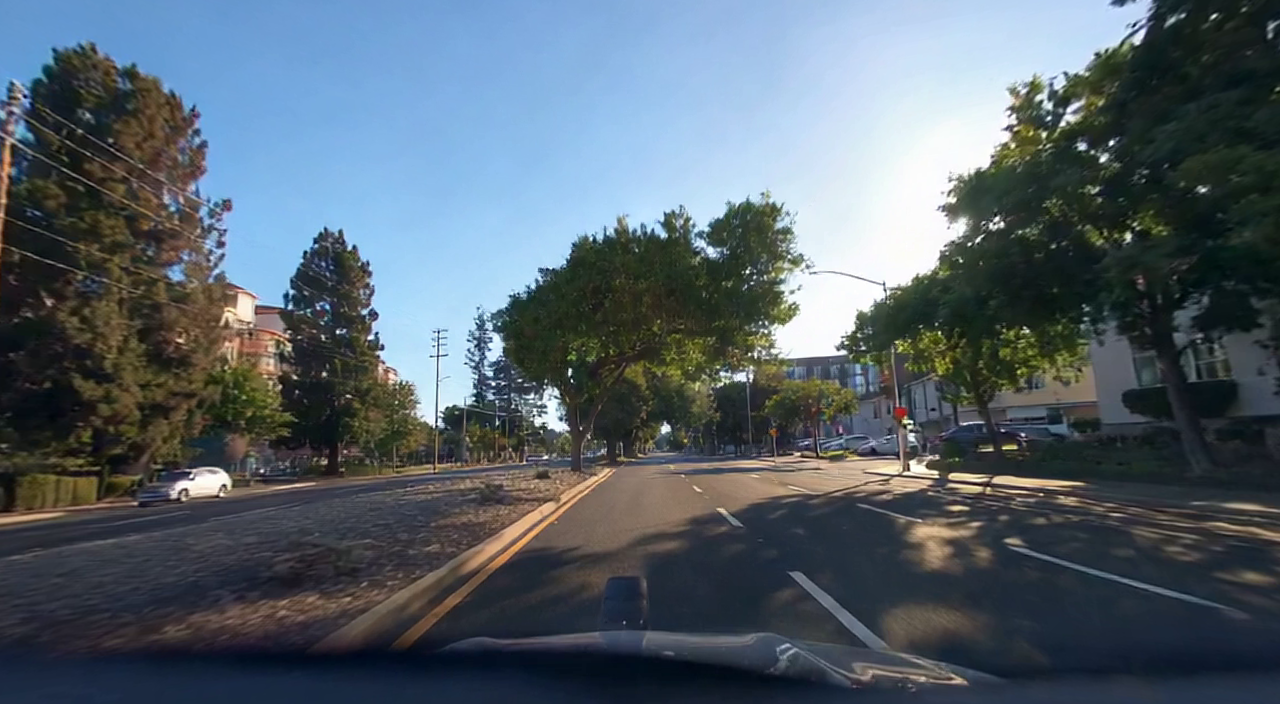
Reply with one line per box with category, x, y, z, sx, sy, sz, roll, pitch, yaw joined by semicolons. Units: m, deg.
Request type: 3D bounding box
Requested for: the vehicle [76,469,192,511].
vehicle;-23.253;6.329;29.223;1.847;1.593;4.127;0;-8;1
